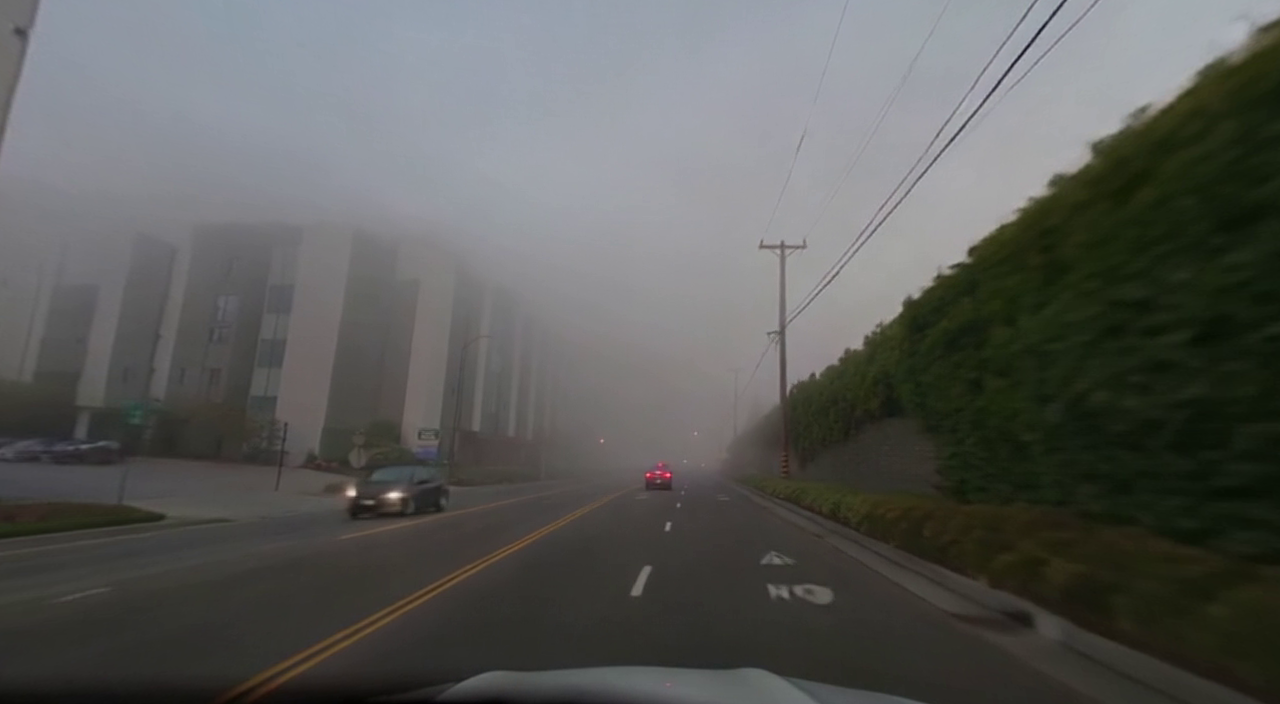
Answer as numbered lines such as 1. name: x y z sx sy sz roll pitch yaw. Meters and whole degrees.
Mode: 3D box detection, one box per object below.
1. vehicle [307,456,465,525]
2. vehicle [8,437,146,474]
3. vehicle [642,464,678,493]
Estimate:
1. vehicle: -6.365 3.551 16.492 1.979 1.499 4.666 0 -10 3
2. vehicle: -31.999 5.978 35.914 2.033 1.959 5.294 -4 -11 24
3. vehicle: 1.290 7.802 38.935 2.067 1.629 3.858 0 -10 4
